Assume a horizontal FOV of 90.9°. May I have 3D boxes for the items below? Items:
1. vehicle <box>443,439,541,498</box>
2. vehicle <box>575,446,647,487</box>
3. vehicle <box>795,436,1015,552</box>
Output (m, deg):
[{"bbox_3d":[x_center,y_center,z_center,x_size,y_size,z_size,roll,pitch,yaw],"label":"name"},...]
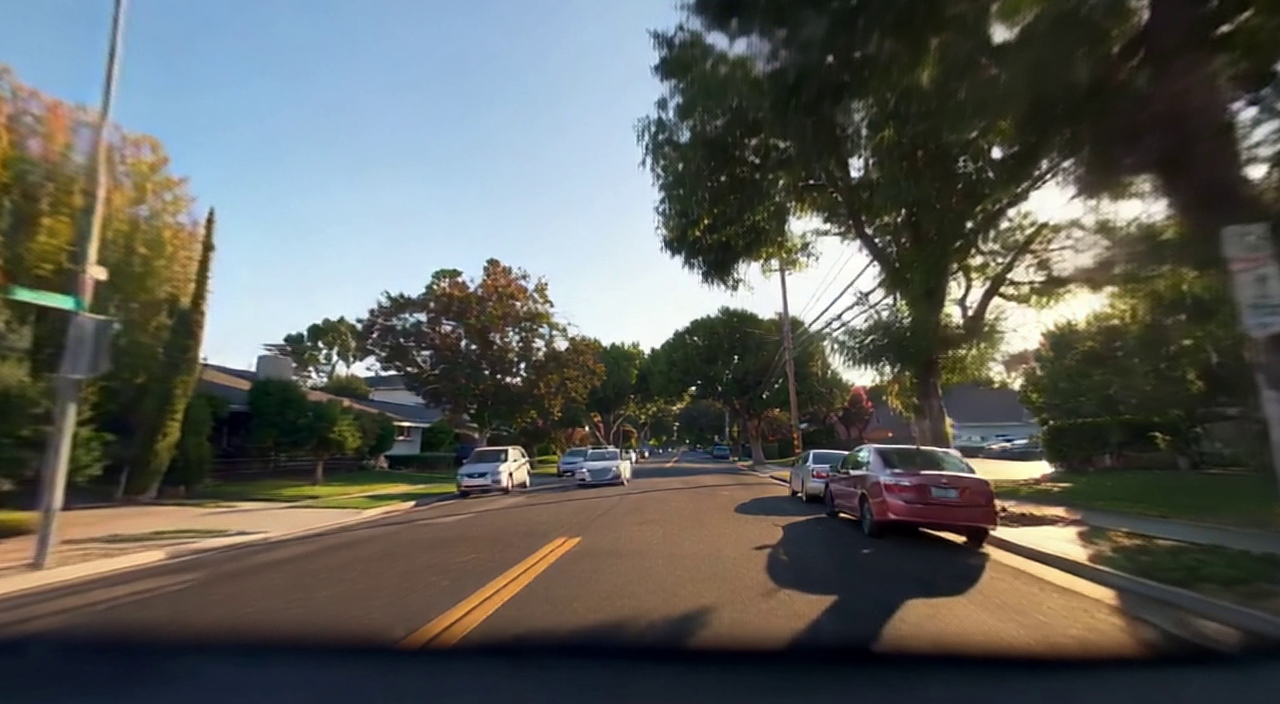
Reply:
[{"bbox_3d":[-5.023,3.996,22.087,2.027,1.695,4.437,-4,-8,4],"label":"vehicle"},{"bbox_3d":[-1.035,4.486,25.154,2.079,1.441,4.541,-1,-8,7],"label":"vehicle"},{"bbox_3d":[4.022,2.191,10.585,2.014,1.482,4.599,-1,-8,5],"label":"vehicle"}]
